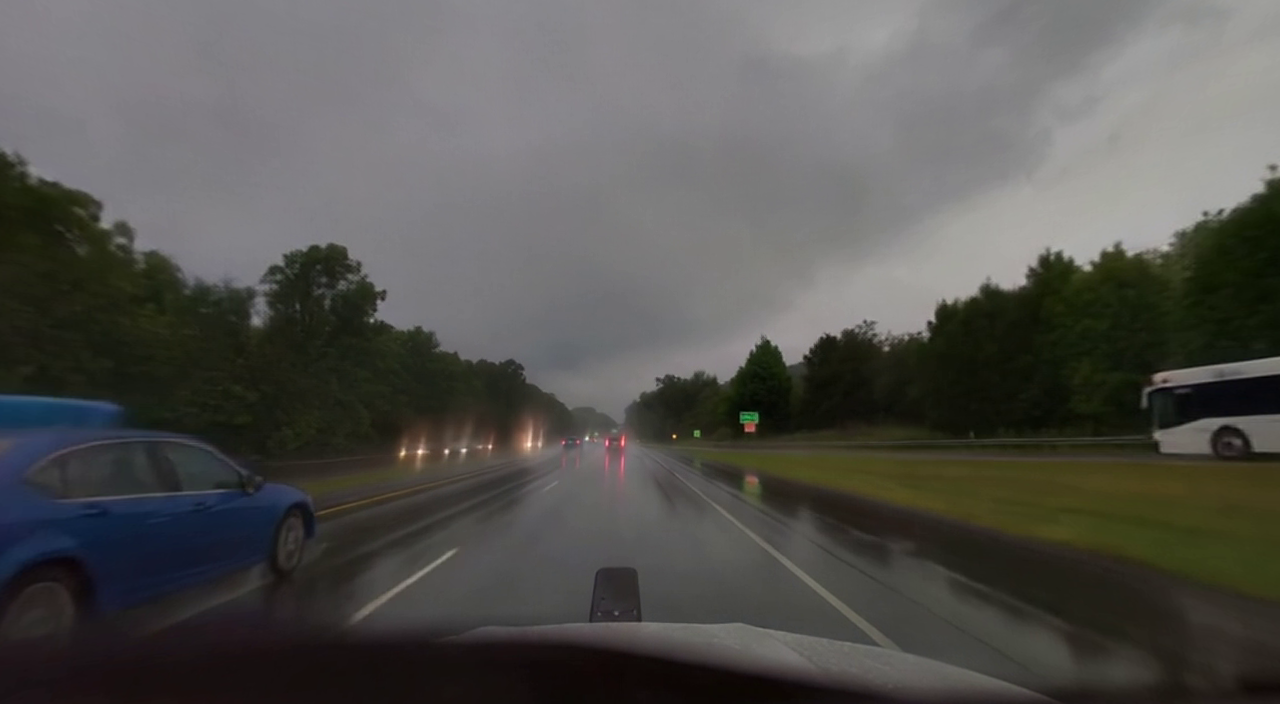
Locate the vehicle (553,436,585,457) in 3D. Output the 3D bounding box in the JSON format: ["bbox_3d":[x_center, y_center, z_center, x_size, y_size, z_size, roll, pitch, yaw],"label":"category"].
[{"bbox_3d":[-5.070,6.752,45.387,1.907,1.445,4.049,0,-8,-1],"label":"vehicle"}]

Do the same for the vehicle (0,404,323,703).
[{"bbox_3d":[-4.091,1.135,4.076,1.958,1.477,4.121,0,-8,-1],"label":"vehicle"}]

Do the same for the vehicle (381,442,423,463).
[{"bbox_3d":[-17.152,7.210,45.500,1.686,1.417,3.443,0,-8,0],"label":"vehicle"}]

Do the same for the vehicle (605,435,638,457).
[{"bbox_3d":[-1.270,6.543,44.109,2.162,1.460,4.242,0,-8,-1],"label":"vehicle"}]

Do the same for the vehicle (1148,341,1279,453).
[{"bbox_3d":[24.100,1.805,24.189,3.119,3.973,6.022,-1,-9,-14],"label":"vehicle"}]

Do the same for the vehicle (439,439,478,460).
[{"bbox_3d":[-13.462,7.247,47.023,1.794,1.453,3.824,0,-8,-1],"label":"vehicle"}]
